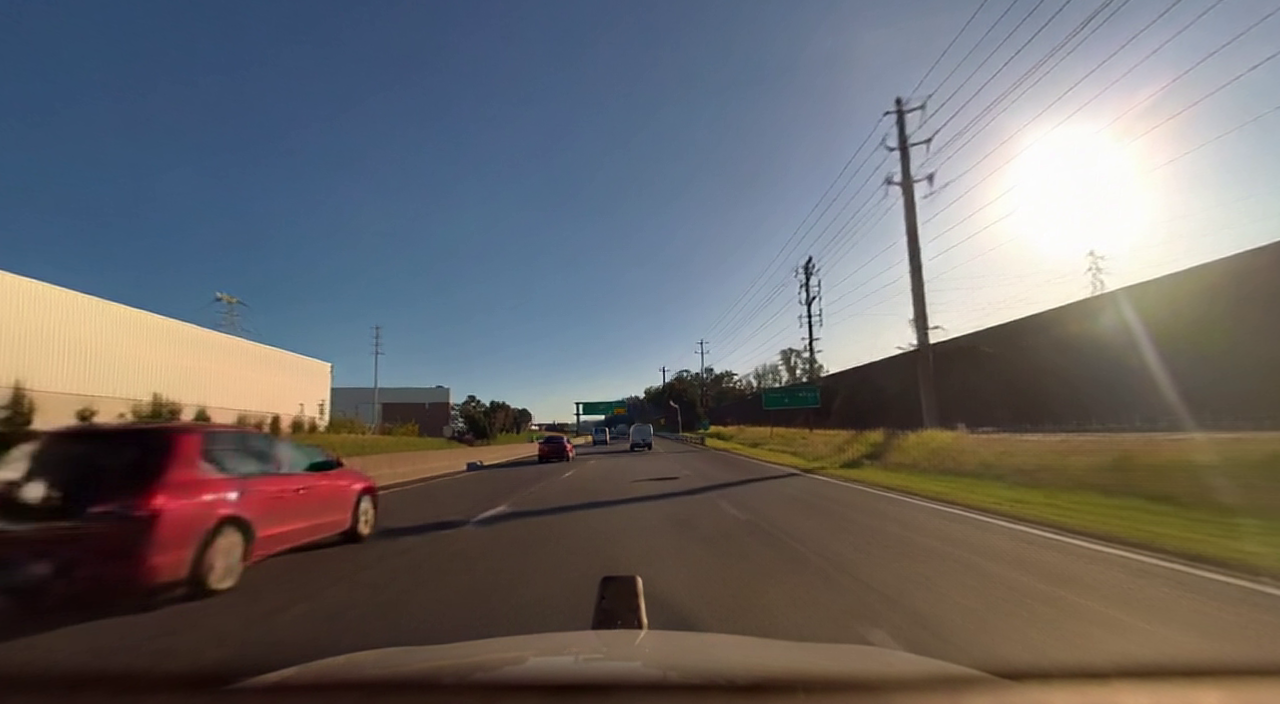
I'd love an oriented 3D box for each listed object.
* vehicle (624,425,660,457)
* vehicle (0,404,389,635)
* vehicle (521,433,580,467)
[{"bbox_3d":[0.102,5.823,41.331,2.213,1.997,4.456,0,-8,-1],"label":"vehicle"},{"bbox_3d":[-4.451,1.425,6.419,2.058,1.557,4.125,0,-8,0],"label":"vehicle"},{"bbox_3d":[-4.169,4.642,30.153,2.087,1.464,4.853,0,-8,0],"label":"vehicle"}]
